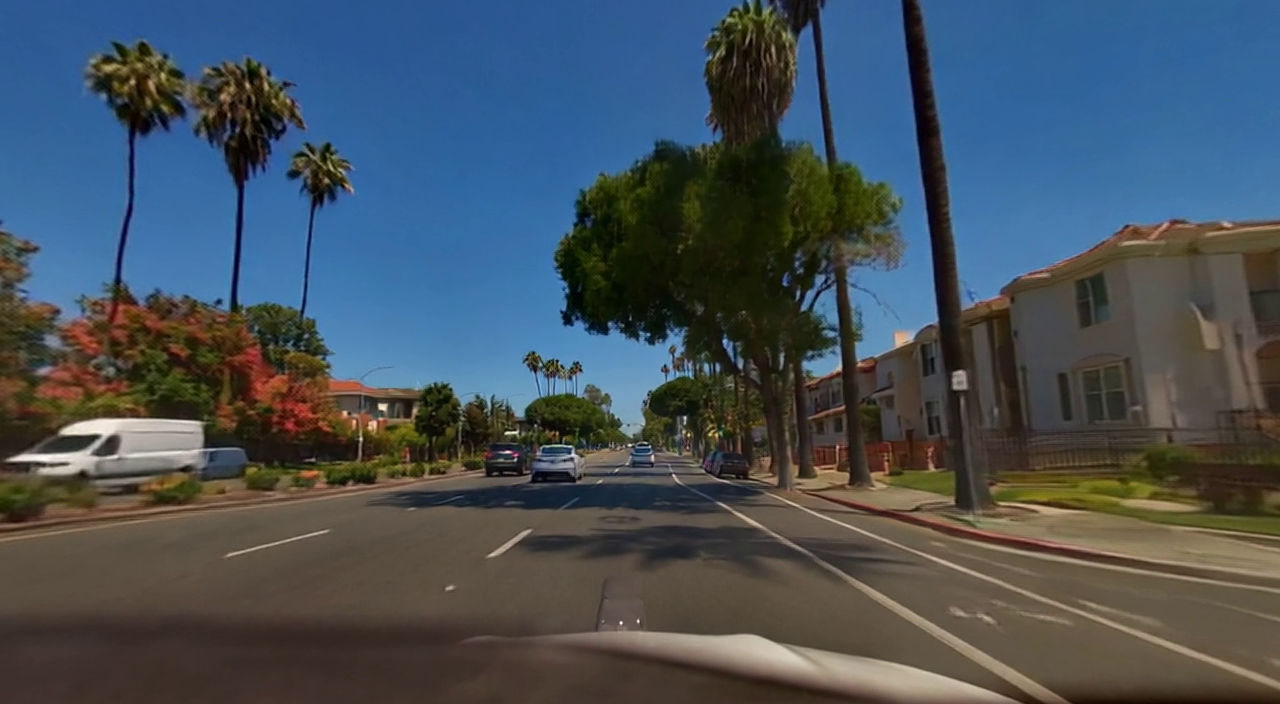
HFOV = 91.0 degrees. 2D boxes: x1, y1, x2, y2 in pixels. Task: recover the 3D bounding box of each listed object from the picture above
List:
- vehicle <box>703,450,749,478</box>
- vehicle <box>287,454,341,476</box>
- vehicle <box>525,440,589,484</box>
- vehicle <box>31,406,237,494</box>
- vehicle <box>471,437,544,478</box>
[{"bbox_3d":[5.083,6.650,37.629,1.994,1.507,4.173,1,-9,-2],"label":"vehicle"},{"bbox_3d":[-25.567,8.852,49.529,1.838,1.516,4.484,0,-9,0],"label":"vehicle"},{"bbox_3d":[-3.636,4.902,28.346,2.116,1.806,4.516,0,-9,2],"label":"vehicle"},{"bbox_3d":[-17.656,3.503,22.572,2.331,2.714,5.872,0,-9,1],"label":"vehicle"},{"bbox_3d":[-7.006,5.659,34.074,2.457,2.010,6.330,0,-9,1],"label":"vehicle"}]
